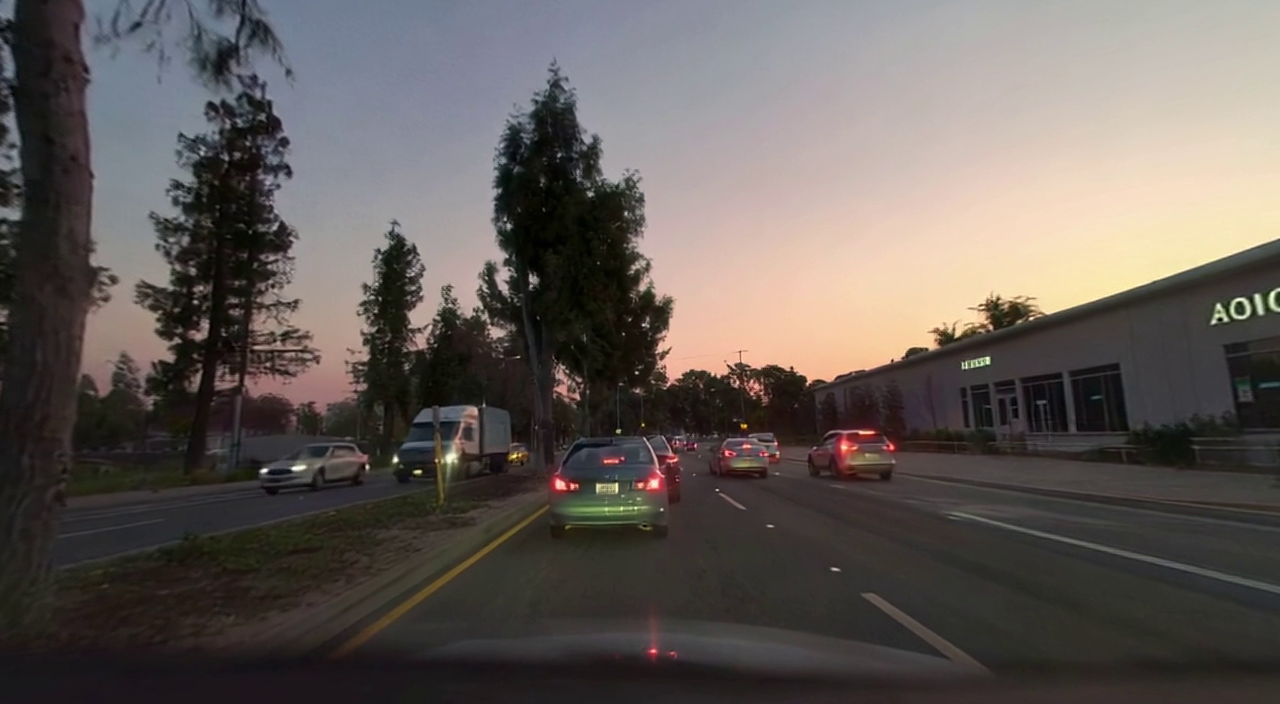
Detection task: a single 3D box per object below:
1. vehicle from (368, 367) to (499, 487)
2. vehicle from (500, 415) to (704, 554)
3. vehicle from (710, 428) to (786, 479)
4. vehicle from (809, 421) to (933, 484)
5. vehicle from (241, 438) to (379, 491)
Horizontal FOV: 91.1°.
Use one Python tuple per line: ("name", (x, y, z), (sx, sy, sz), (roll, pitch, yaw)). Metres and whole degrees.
("vehicle", (-8.140, 3.157, 25.789), (3.043, 4.303, 6.343), (0, -8, 1))
("vehicle", (-0.438, 1.814, 9.227), (2.315, 1.563, 4.080), (0, -8, 0))
("vehicle", (4.005, 3.871, 24.121), (2.090, 1.763, 4.560), (0, -8, 0))
("vehicle", (7.885, 3.514, 22.111), (2.425, 1.936, 5.081), (0, -8, 0))
("vehicle", (-14.018, 4.800, 27.307), (2.394, 2.012, 6.232), (0, -8, 3))
